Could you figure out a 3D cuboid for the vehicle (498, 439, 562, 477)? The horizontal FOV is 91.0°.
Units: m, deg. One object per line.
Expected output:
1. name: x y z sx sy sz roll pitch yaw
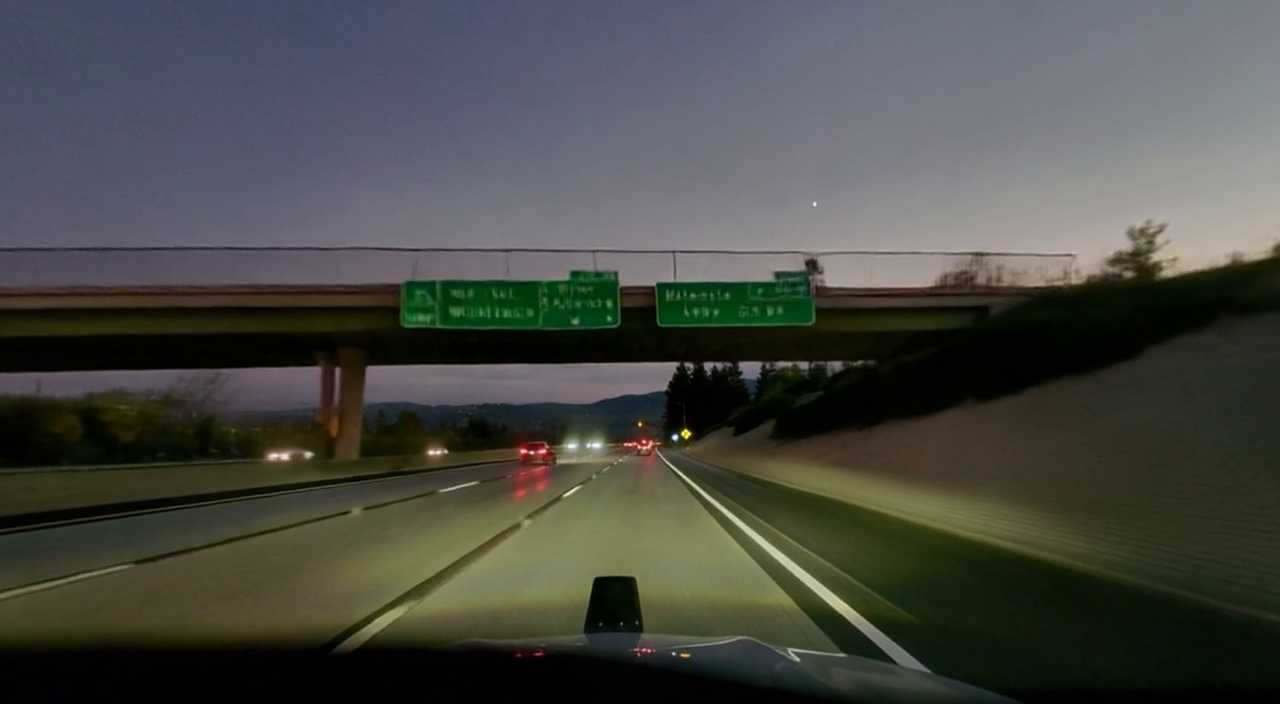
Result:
1. vehicle: -4.888 4.791 28.780 1.916 1.545 4.757 0 -8 2
